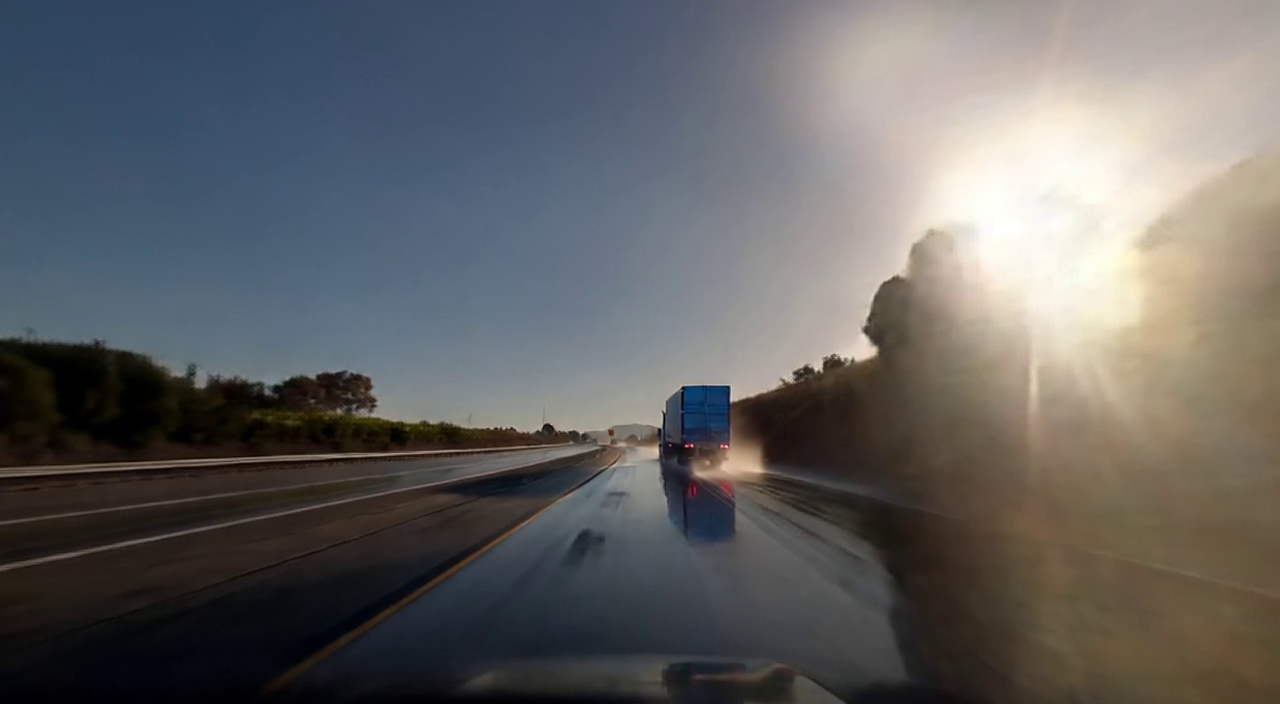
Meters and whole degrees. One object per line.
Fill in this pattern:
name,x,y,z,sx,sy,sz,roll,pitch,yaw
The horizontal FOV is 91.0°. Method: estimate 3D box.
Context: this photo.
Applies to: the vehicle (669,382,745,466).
vehicle,3.977,4.919,41.319,3.615,4.578,13.539,0,-8,1
